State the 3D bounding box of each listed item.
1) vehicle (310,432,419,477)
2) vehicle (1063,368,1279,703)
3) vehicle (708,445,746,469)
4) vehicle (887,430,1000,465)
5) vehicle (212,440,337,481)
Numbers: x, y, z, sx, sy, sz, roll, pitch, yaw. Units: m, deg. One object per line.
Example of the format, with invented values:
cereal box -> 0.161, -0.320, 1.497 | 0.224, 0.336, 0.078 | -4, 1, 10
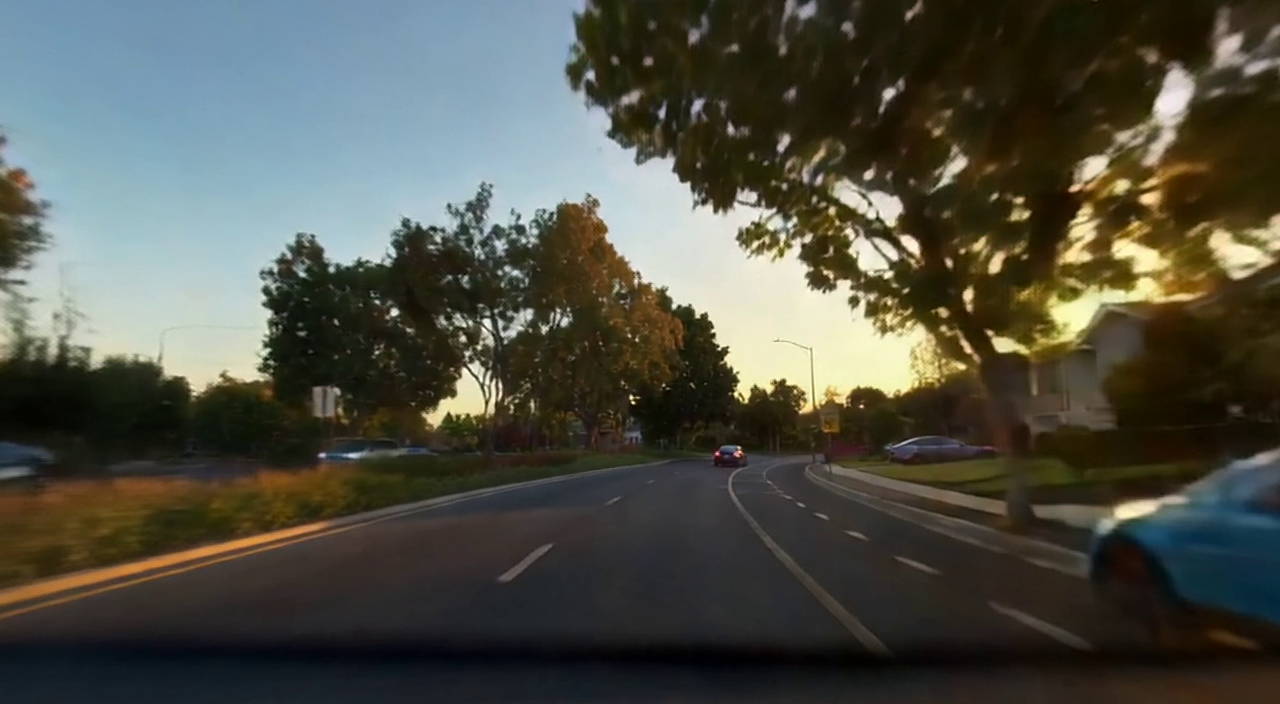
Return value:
vehicle -> -11.427, 4.287, 26.575 | 2.071, 1.728, 4.514 | -1, -9, 8
vehicle -> 4.119, 0.851, 2.388 | 2.169, 1.713, 4.137 | 0, -9, 1
vehicle -> 5.802, 6.915, 41.684 | 2.050, 1.456, 4.003 | -2, -9, 14
vehicle -> 16.108, 5.107, 33.789 | 4.999, 1.791, 2.177 | -2, -9, 14
vehicle -> -15.392, 4.597, 26.881 | 2.006, 1.575, 4.496 | -2, -9, 12
